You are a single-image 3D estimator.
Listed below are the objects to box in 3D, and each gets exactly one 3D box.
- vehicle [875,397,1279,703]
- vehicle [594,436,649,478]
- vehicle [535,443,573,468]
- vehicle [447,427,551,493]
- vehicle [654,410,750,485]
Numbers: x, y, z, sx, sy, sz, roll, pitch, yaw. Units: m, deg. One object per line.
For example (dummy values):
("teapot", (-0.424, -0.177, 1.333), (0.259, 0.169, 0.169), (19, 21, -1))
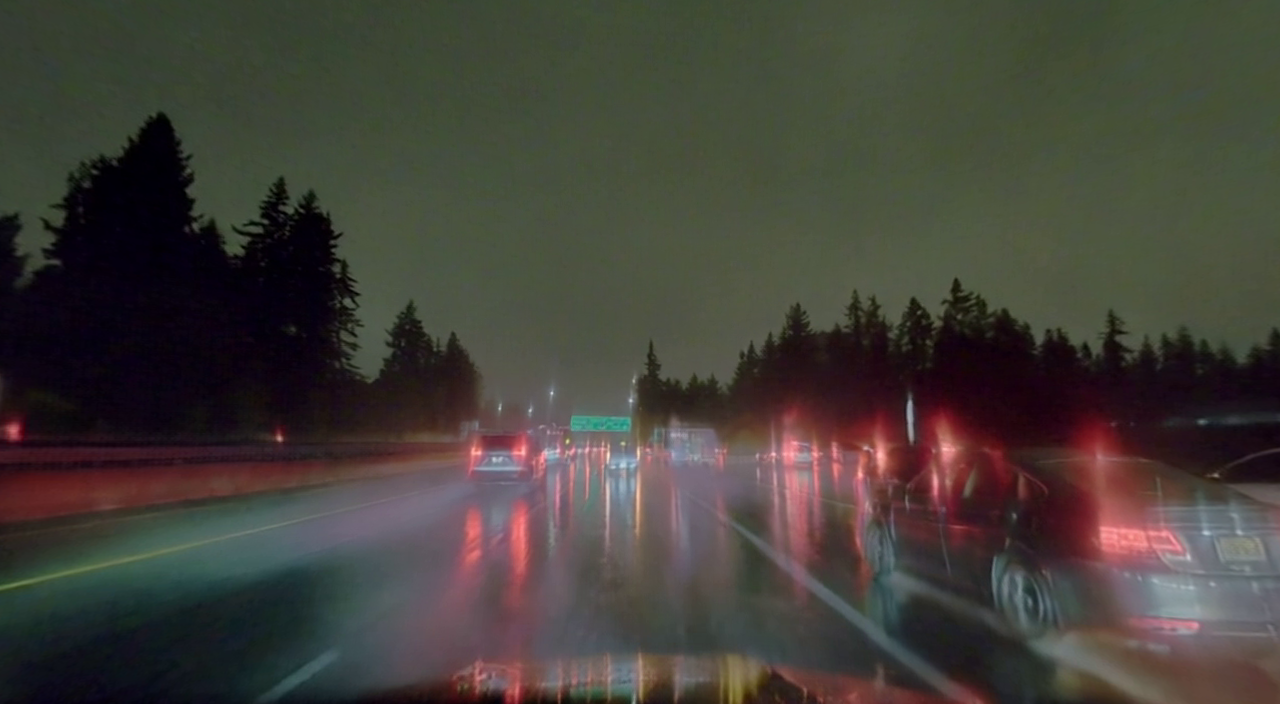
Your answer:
("vehicle", (3.092, 1.100, 3.286), (2.031, 1.504, 4.327), (0, -9, 0))
("vehicle", (-0.793, 4.597, 27.860), (2.235, 1.682, 4.094), (0, -9, -1))
("vehicle", (-5.306, 6.420, 39.287), (1.907, 1.484, 3.954), (1, -9, -1))
("vehicle", (-4.176, 3.298, 19.550), (2.176, 1.783, 4.799), (0, -9, -1))
("vehicle", (2.870, 5.129, 34.124), (3.426, 3.279, 12.313), (1, -8, -3))
